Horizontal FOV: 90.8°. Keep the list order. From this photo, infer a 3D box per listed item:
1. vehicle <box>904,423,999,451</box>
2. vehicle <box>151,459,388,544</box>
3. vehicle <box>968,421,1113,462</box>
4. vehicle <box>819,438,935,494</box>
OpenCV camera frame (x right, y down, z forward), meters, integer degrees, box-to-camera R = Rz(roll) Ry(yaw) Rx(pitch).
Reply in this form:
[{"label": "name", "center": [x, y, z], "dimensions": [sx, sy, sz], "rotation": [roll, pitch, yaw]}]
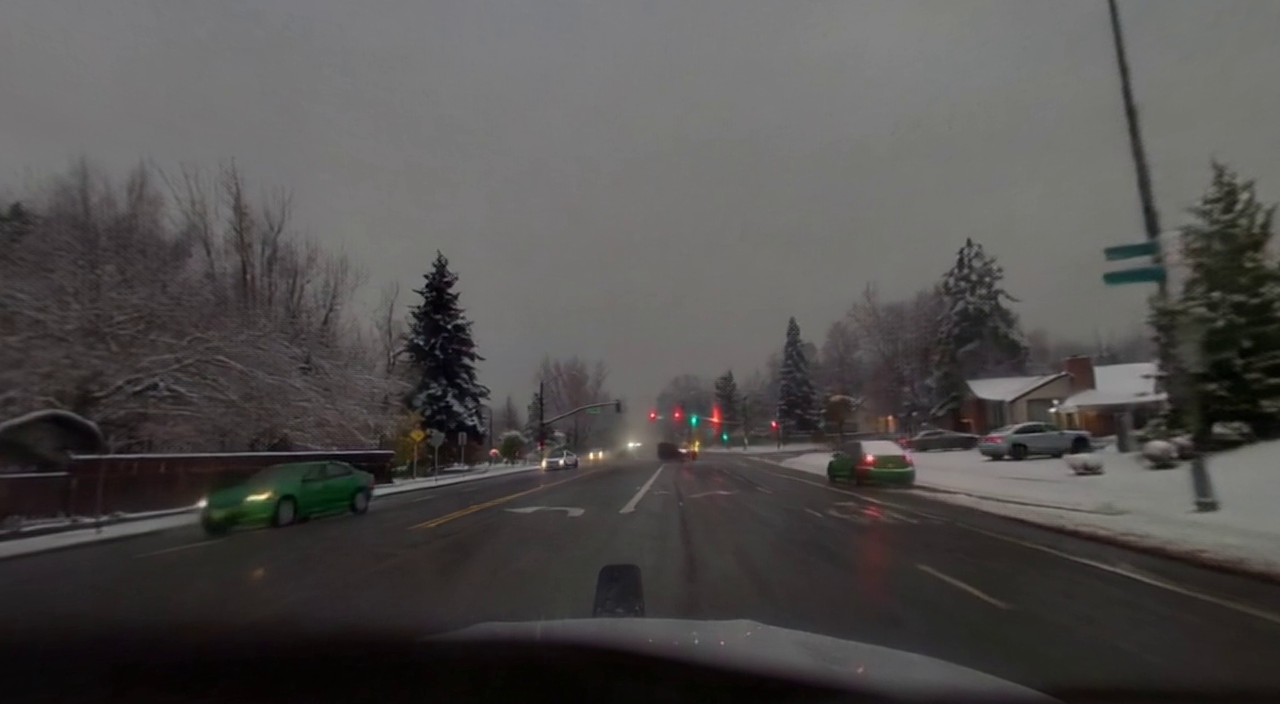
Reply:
[{"label": "vehicle", "center": [17.026, 4.683, 34.656], "dimensions": [4.210, 1.474, 1.799], "rotation": [-1, -8, 5]}, {"label": "vehicle", "center": [-8.201, 3.308, 14.704], "dimensions": [2.067, 1.491, 4.807], "rotation": [-2, -9, 9]}, {"label": "vehicle", "center": [15.217, 3.443, 24.209], "dimensions": [4.164, 1.470, 1.921], "rotation": [-1, -8, 6]}, {"label": "vehicle", "center": [6.874, 3.339, 18.892], "dimensions": [1.917, 1.440, 4.335], "rotation": [-1, -8, 2]}]
